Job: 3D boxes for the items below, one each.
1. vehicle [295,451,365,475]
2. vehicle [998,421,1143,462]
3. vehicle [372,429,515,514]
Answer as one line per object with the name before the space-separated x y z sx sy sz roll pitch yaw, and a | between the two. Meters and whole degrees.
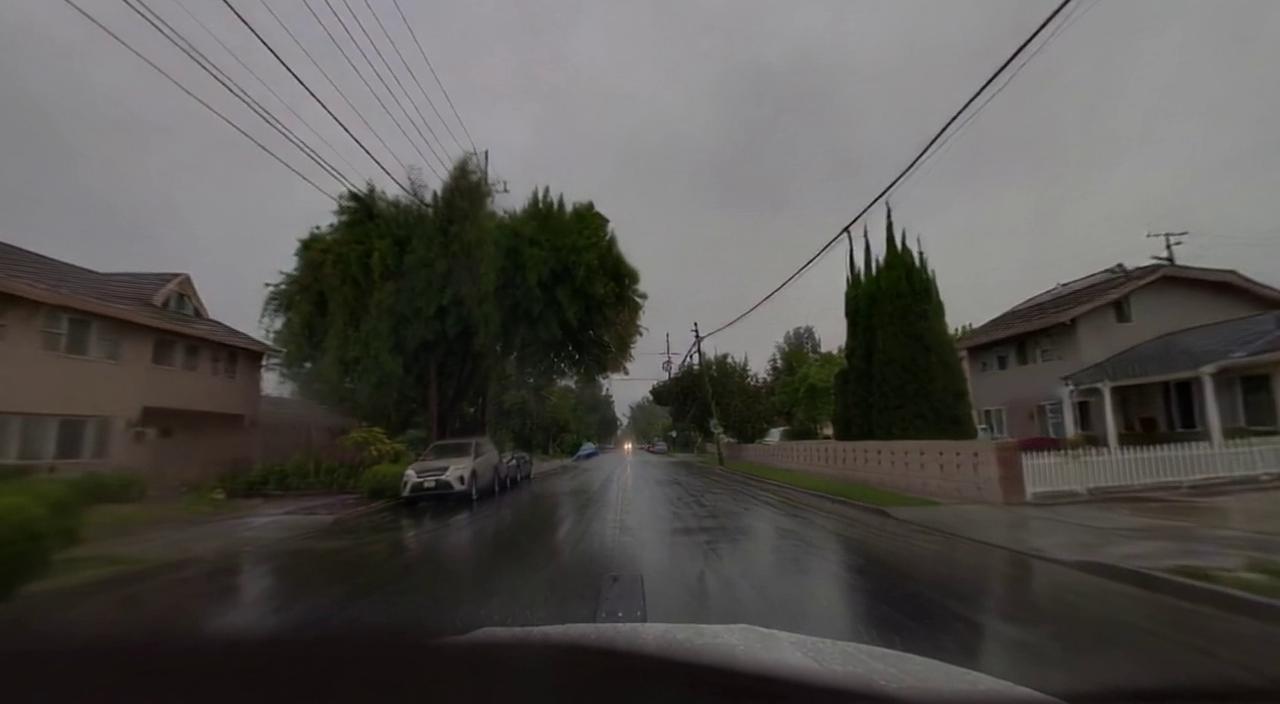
vehicle | -19.940 7.141 40.718 3.553 1.471 1.816 0 -9 -2
vehicle | 17.601 3.712 25.994 4.372 1.490 2.032 -2 -10 1
vehicle | -5.665 3.499 19.225 2.411 1.979 5.915 -5 -8 0
